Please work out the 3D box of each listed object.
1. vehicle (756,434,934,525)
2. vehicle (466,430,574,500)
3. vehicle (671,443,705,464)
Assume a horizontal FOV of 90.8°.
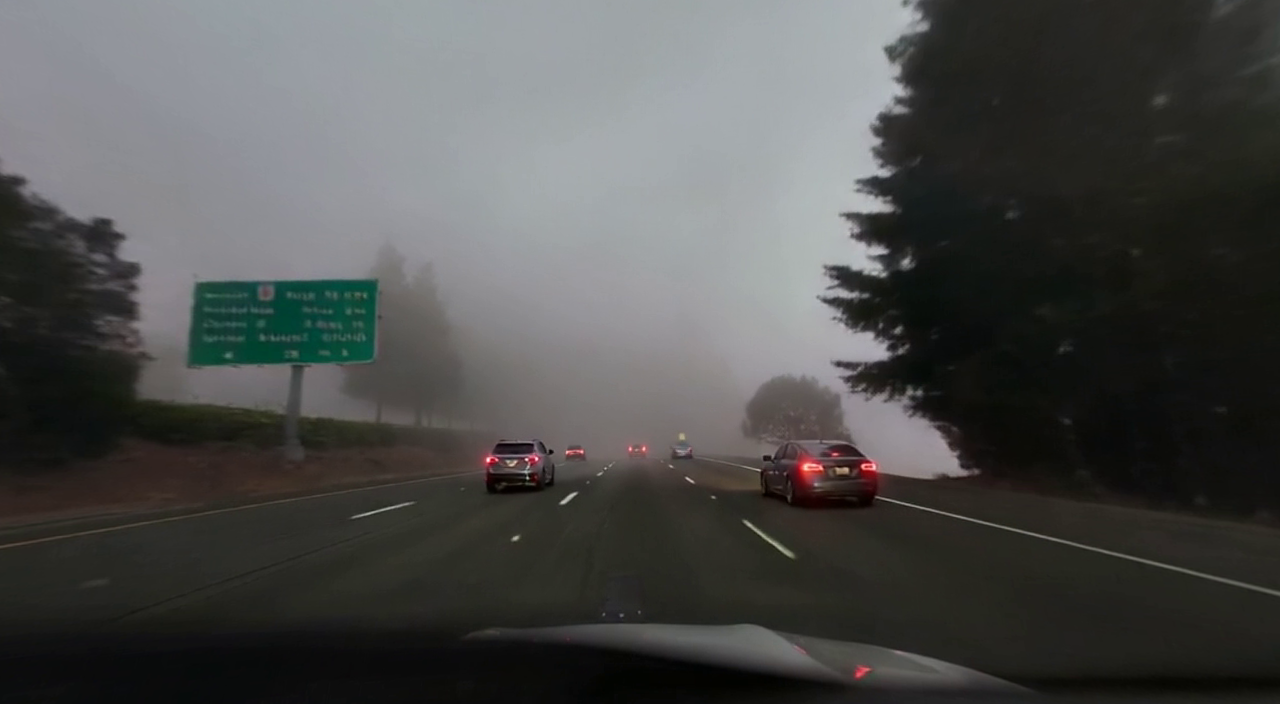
[{"bbox_3d":[3.697,2.372,12.341,1.947,1.437,4.345,0,-9,-1],"label":"vehicle"},{"bbox_3d":[-3.293,3.219,18.351,2.244,1.755,4.417,0,-9,1],"label":"vehicle"},{"bbox_3d":[3.389,7.259,45.264,2.021,1.447,3.985,0,-9,-1],"label":"vehicle"}]
